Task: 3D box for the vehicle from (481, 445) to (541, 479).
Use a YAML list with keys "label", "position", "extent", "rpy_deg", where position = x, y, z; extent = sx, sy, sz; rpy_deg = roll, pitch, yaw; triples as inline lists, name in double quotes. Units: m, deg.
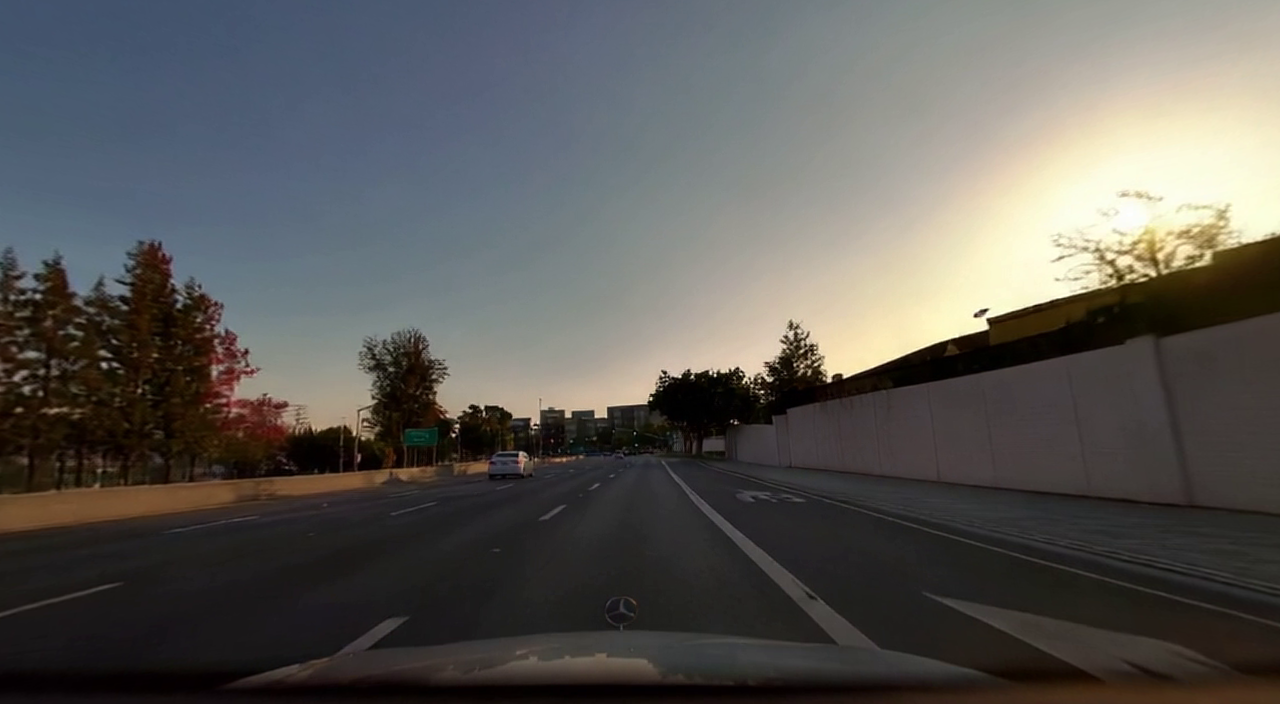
- label: "vehicle"
  position: [-6.829, 5.895, 34.104]
  extent: [2.115, 1.711, 4.722]
  rpy_deg: [0, -9, 2]
